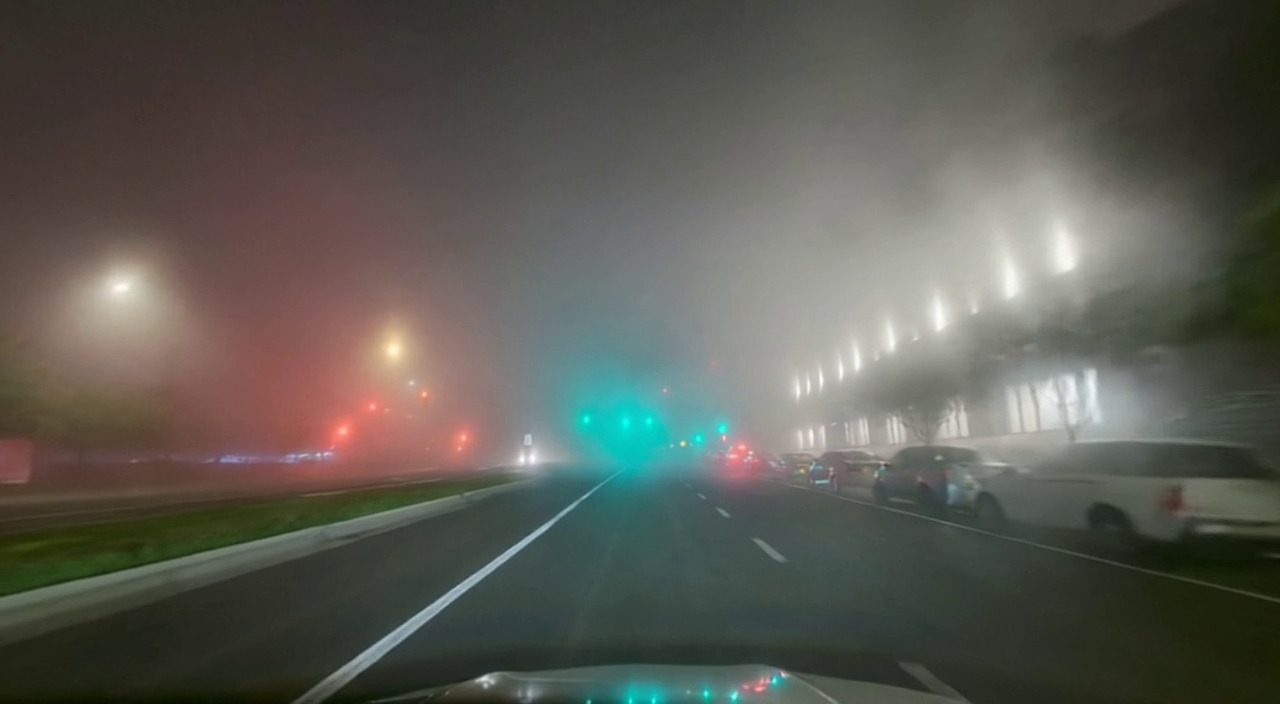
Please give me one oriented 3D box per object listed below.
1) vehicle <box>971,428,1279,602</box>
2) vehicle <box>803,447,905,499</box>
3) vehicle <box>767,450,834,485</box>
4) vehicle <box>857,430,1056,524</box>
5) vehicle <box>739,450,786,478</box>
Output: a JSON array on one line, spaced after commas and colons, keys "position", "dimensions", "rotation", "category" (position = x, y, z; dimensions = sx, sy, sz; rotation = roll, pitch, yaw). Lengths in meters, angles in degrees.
[{"position": [6.845, 1.949, 8.539], "dimensions": [1.951, 1.627, 5.113], "rotation": [0, -9, 1], "category": "vehicle"}, {"position": [7.041, 4.005, 21.268], "dimensions": [1.884, 1.523, 4.746], "rotation": [0, -9, 1], "category": "vehicle"}, {"position": [7.175, 5.191, 28.493], "dimensions": [1.864, 1.466, 4.352], "rotation": [0, -9, 0], "category": "vehicle"}, {"position": [6.722, 2.706, 14.078], "dimensions": [1.977, 1.732, 4.555], "rotation": [1, -9, -1], "category": "vehicle"}, {"position": [7.017, 6.425, 36.292], "dimensions": [1.863, 1.512, 4.525], "rotation": [0, -9, 1], "category": "vehicle"}]
